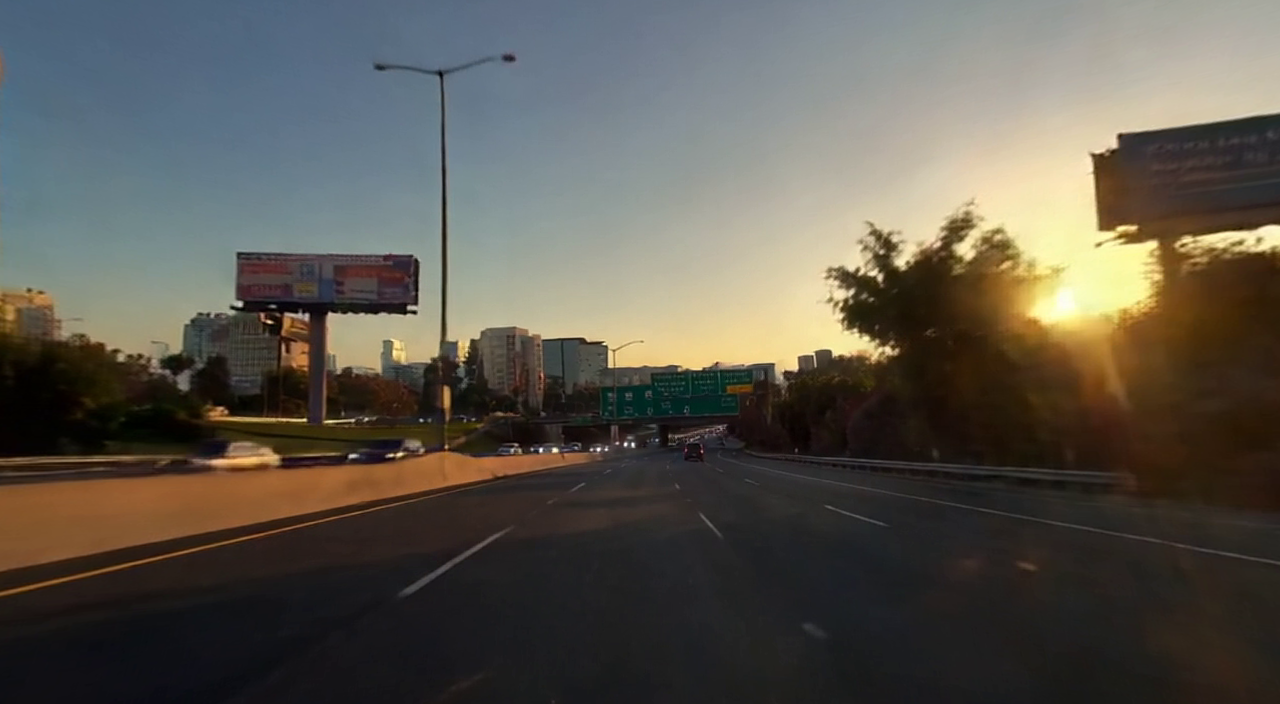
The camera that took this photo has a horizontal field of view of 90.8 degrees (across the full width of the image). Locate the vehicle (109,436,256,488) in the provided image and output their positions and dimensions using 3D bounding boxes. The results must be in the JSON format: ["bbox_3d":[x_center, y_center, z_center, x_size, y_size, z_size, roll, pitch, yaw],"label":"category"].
[{"bbox_3d":[-15.664,3.776,21.985,1.867,1.588,4.237,0,-8,1],"label":"vehicle"}]

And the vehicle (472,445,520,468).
[{"bbox_3d":[-10.026,7.304,44.470,1.958,1.477,4.713,-1,-8,4],"label":"vehicle"}]

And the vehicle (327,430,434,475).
[{"bbox_3d":[-12.286,4.844,30.530,2.513,1.935,5.871,-1,-8,2],"label":"vehicle"}]
